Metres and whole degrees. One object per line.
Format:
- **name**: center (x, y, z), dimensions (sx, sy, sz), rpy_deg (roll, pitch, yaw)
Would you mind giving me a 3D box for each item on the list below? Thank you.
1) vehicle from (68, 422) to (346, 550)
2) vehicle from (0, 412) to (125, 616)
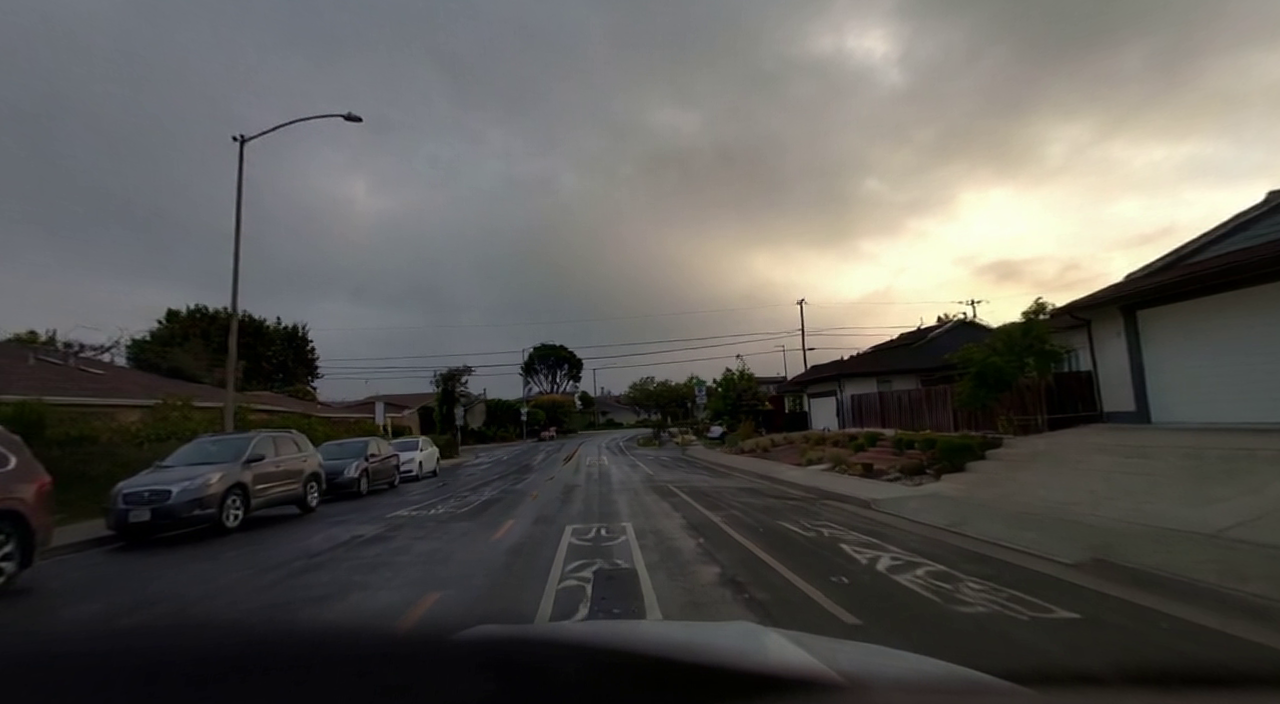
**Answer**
- **vehicle**: center (-7.099, 2.166, 11.092), dimensions (1.865, 1.750, 4.507), rpy_deg (0, -8, -3)
- **vehicle**: center (-6.643, 1.327, 4.763), dimensions (2.147, 1.780, 4.165), rpy_deg (0, -8, -5)
